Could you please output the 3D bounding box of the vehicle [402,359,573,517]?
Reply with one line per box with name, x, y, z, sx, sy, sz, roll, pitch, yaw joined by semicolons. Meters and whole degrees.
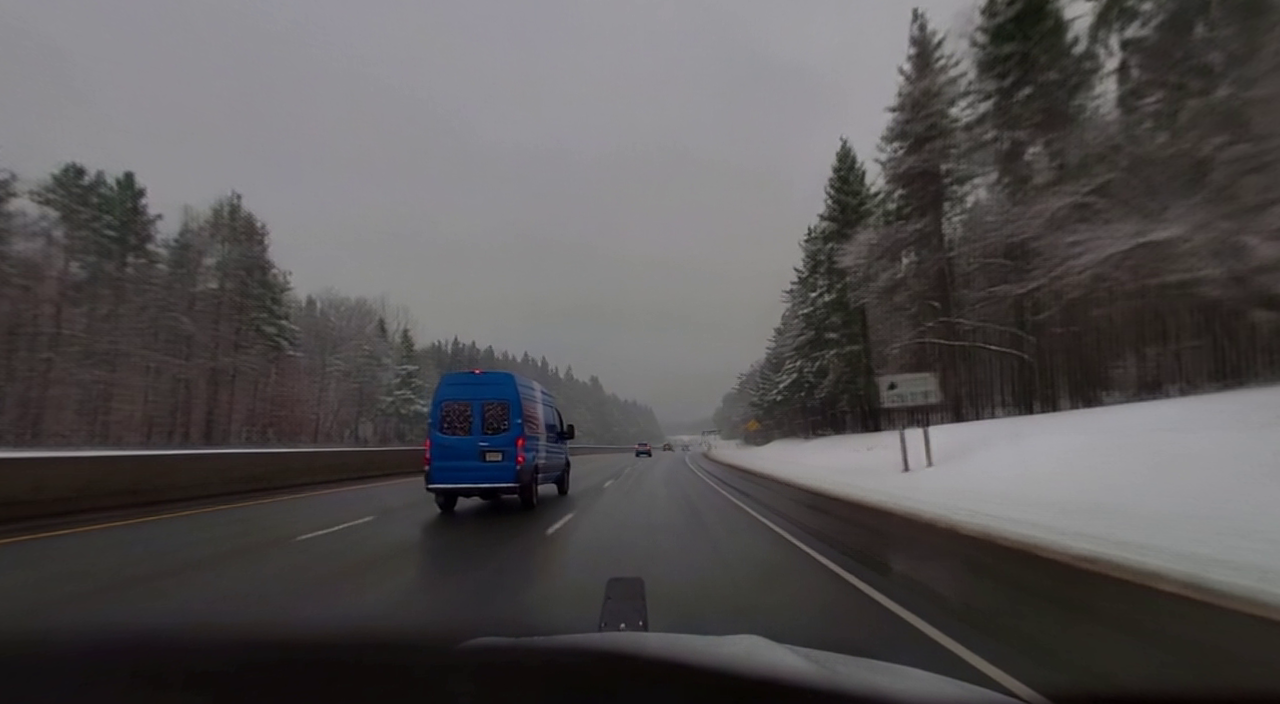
vehicle;-3.097;1.976;14.469;2.319;2.883;5.632;0;-8;2
